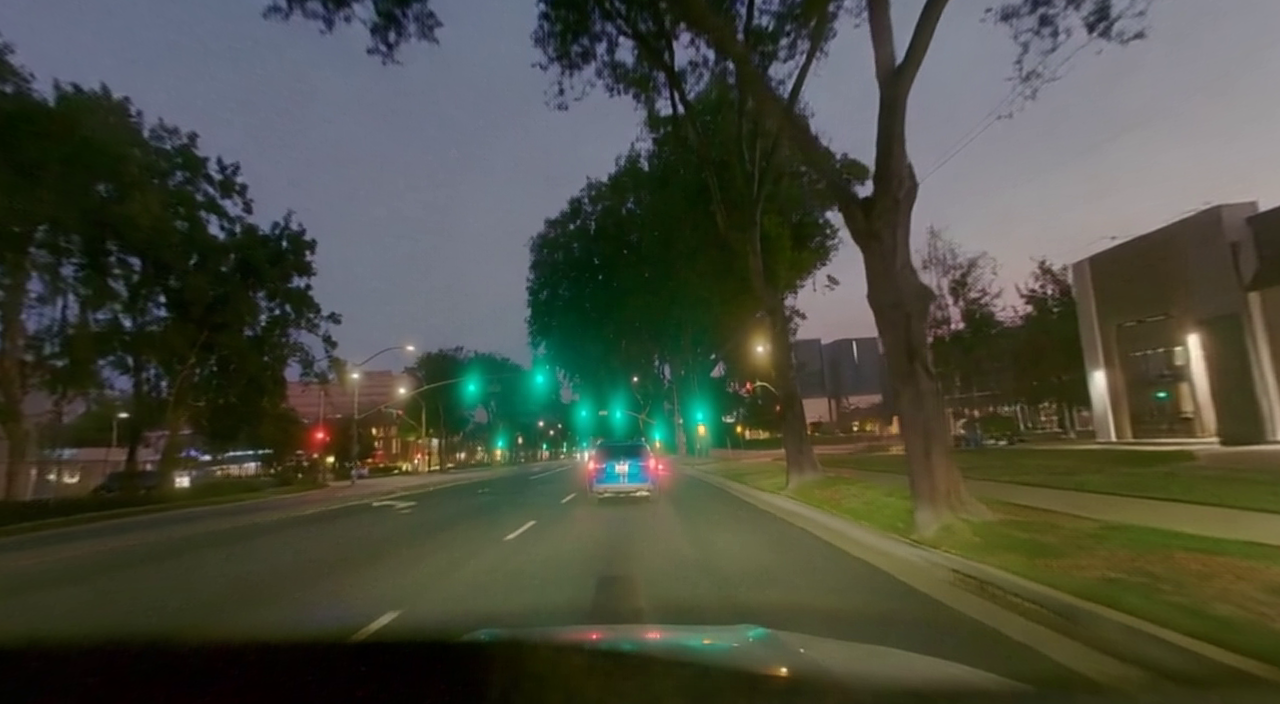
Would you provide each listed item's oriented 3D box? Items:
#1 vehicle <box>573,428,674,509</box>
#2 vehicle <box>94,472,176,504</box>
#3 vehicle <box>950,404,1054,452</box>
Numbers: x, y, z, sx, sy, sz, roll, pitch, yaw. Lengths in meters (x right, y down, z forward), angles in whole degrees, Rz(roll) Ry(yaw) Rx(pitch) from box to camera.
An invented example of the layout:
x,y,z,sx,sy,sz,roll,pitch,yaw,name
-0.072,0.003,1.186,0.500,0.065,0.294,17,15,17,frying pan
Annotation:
x,y,z,sx,sy,sz,roll,pitch,yaw,name
-0.394,2.775,15.458,2.136,1.703,3.910,0,-9,-1,vehicle
-28.537,7.672,35.878,1.771,1.435,4.144,-7,-9,-9,vehicle
16.393,3.559,29.004,2.039,1.990,5.111,-1,-9,5,vehicle
